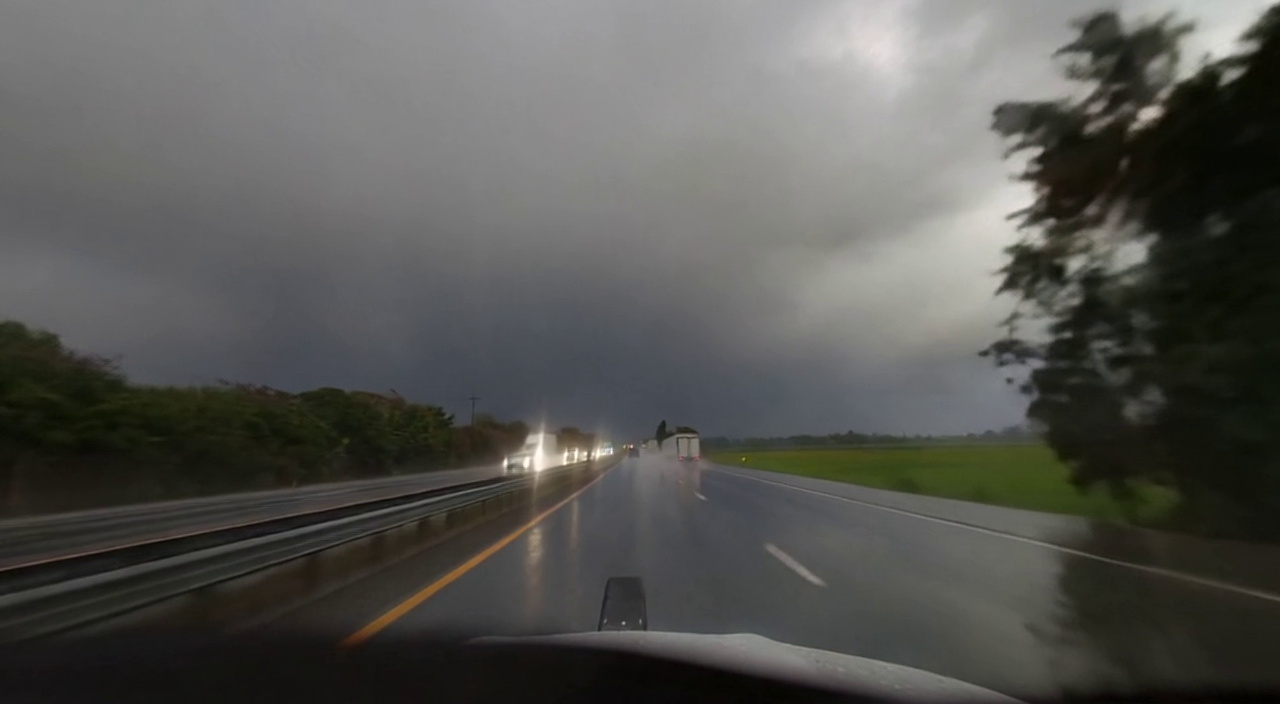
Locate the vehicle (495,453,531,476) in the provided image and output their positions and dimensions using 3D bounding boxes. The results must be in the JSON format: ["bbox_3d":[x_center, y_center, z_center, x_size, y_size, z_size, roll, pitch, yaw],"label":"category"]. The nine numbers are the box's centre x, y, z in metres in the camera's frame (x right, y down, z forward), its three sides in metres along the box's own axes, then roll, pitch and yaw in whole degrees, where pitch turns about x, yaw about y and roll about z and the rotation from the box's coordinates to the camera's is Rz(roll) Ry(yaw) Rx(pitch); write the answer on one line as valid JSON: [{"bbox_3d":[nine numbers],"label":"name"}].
[{"bbox_3d":[-8.959,7.942,44.687,1.848,1.478,3.697,0,-9,0],"label":"vehicle"}]
